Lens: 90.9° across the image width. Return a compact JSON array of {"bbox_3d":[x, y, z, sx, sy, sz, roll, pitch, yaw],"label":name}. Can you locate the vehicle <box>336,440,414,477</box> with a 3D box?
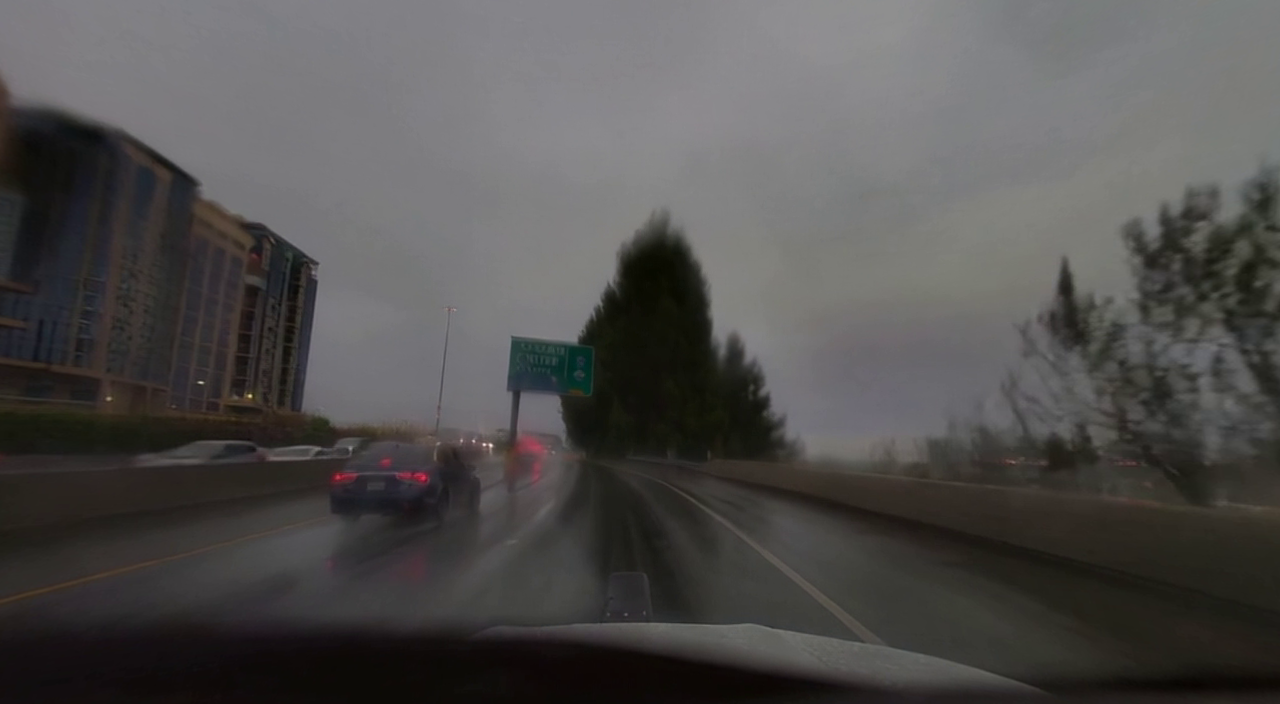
[{"bbox_3d":[-11.826,4.761,28.478,1.957,1.514,4.528,0,-9,-5],"label":"vehicle"}]

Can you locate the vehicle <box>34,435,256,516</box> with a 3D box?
[{"bbox_3d":[-10.916,2.715,14.382,1.897,1.538,4.033,0,-9,-3],"label":"vehicle"}]
